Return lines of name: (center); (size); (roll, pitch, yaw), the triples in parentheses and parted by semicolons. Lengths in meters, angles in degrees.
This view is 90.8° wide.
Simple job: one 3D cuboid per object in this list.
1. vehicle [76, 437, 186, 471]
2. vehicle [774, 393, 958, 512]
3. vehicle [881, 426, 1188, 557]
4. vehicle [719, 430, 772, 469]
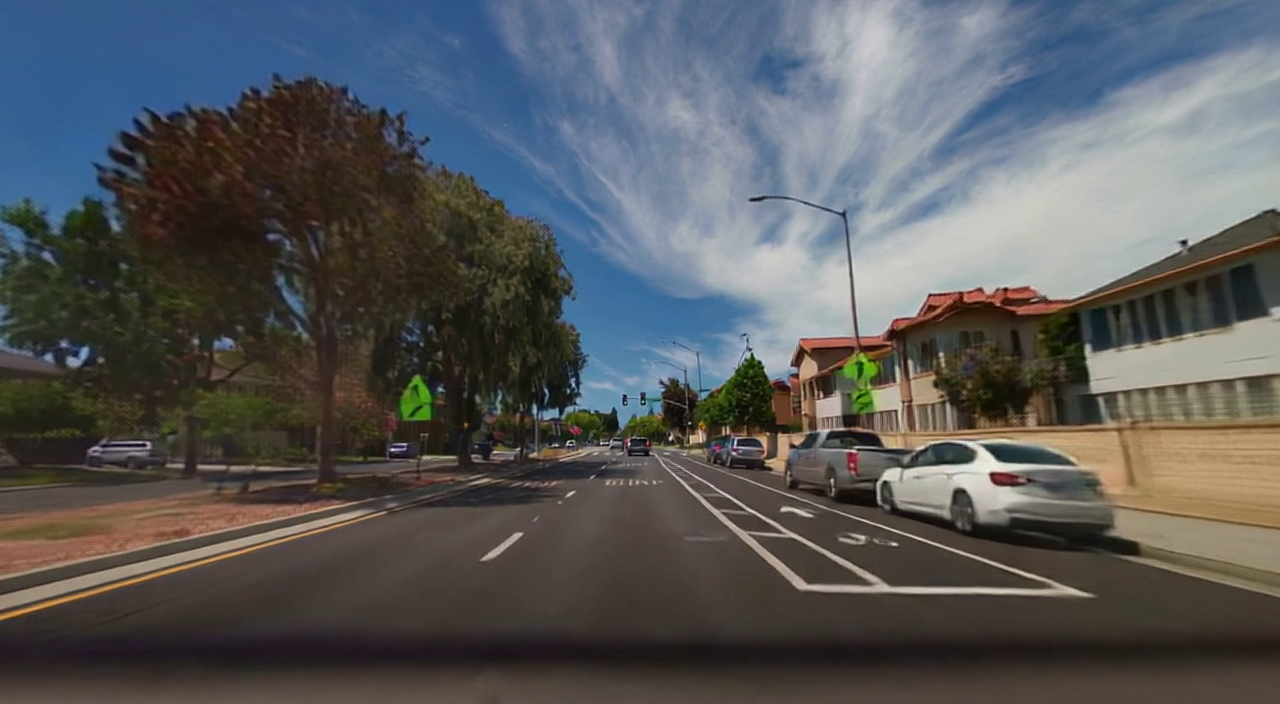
vehicle: (-36.553, 7.312, 45.456); (5.817, 2.386, 2.307); (0, -9, 0)
vehicle: (5.455, 2.603, 16.598); (2.324, 2.468, 6.422); (1, -9, -1)
vehicle: (5.743, 2.072, 10.119); (1.940, 1.584, 4.553); (0, -9, 0)
vehicle: (5.573, 5.174, 33.885); (2.008, 1.930, 4.919); (0, -8, 1)
